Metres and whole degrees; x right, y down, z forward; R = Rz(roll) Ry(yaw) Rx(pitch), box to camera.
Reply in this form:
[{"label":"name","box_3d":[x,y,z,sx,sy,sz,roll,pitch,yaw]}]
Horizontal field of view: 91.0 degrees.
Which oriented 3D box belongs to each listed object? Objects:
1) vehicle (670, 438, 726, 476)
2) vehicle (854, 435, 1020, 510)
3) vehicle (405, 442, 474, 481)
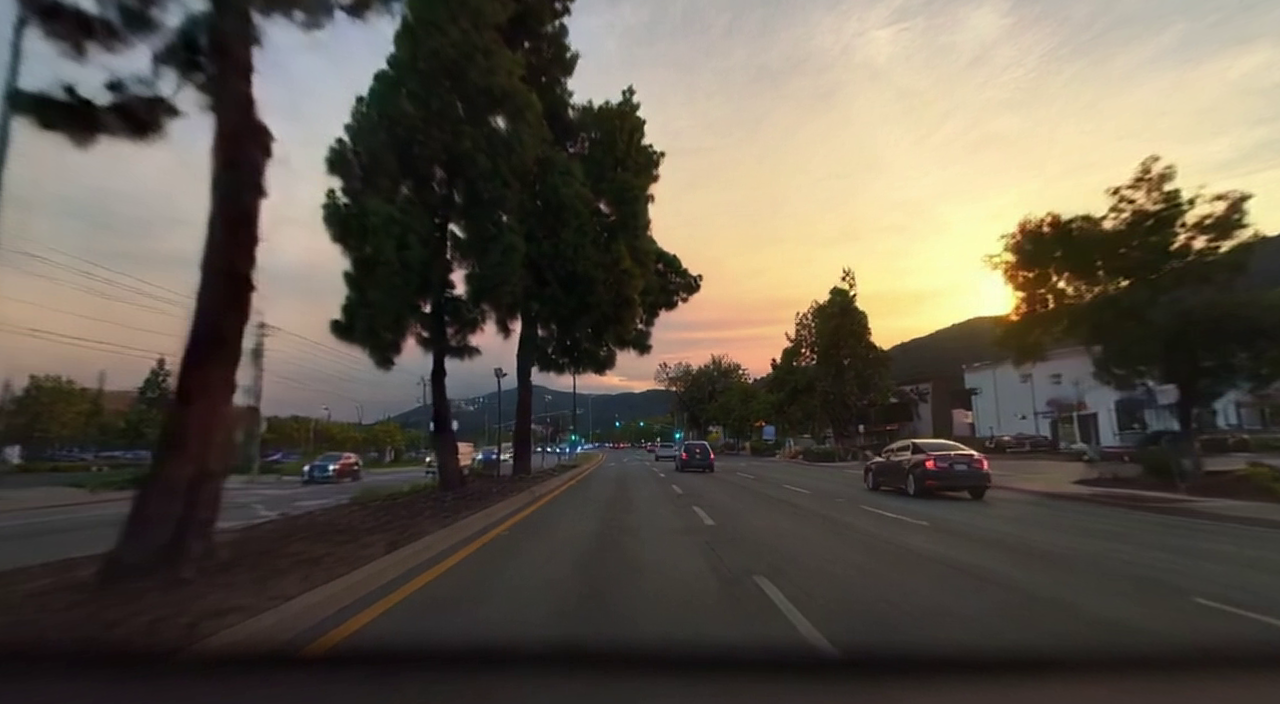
[{"label":"vehicle","box_3d":[2.629,4.909,29.622,2.161,1.676,4.151,0,-9,-1]},{"label":"vehicle","box_3d":[6.852,2.796,15.107,1.886,1.528,4.169,0,-9,-1]},{"label":"vehicle","box_3d":[-9.426,5.177,29.939,1.968,1.684,4.265,0,-9,-2]}]
